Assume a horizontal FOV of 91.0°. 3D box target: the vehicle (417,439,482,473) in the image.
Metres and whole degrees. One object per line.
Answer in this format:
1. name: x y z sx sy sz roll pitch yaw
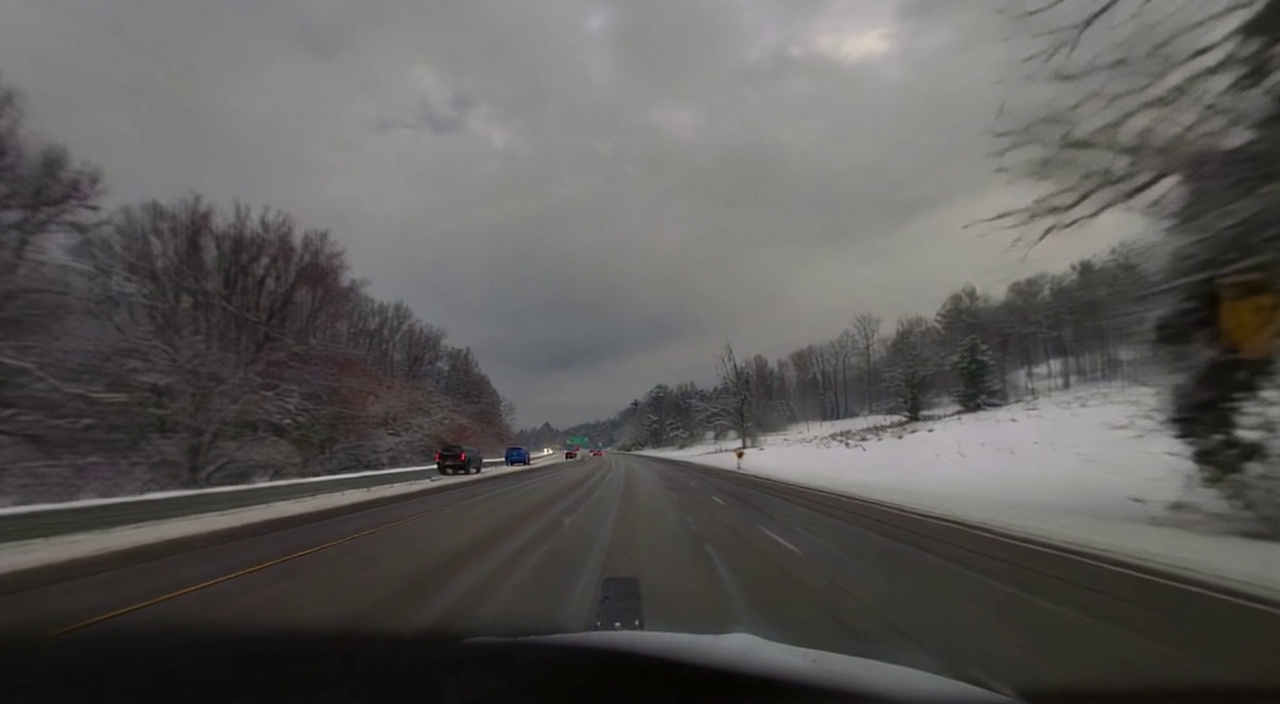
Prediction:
1. vehicle: -11.749 6.481 39.330 2.425 1.926 5.584 0 -9 -1

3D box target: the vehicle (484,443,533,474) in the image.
1. vehicle: -7.618 6.201 36.874 2.060 1.680 4.255 0 -9 -1
